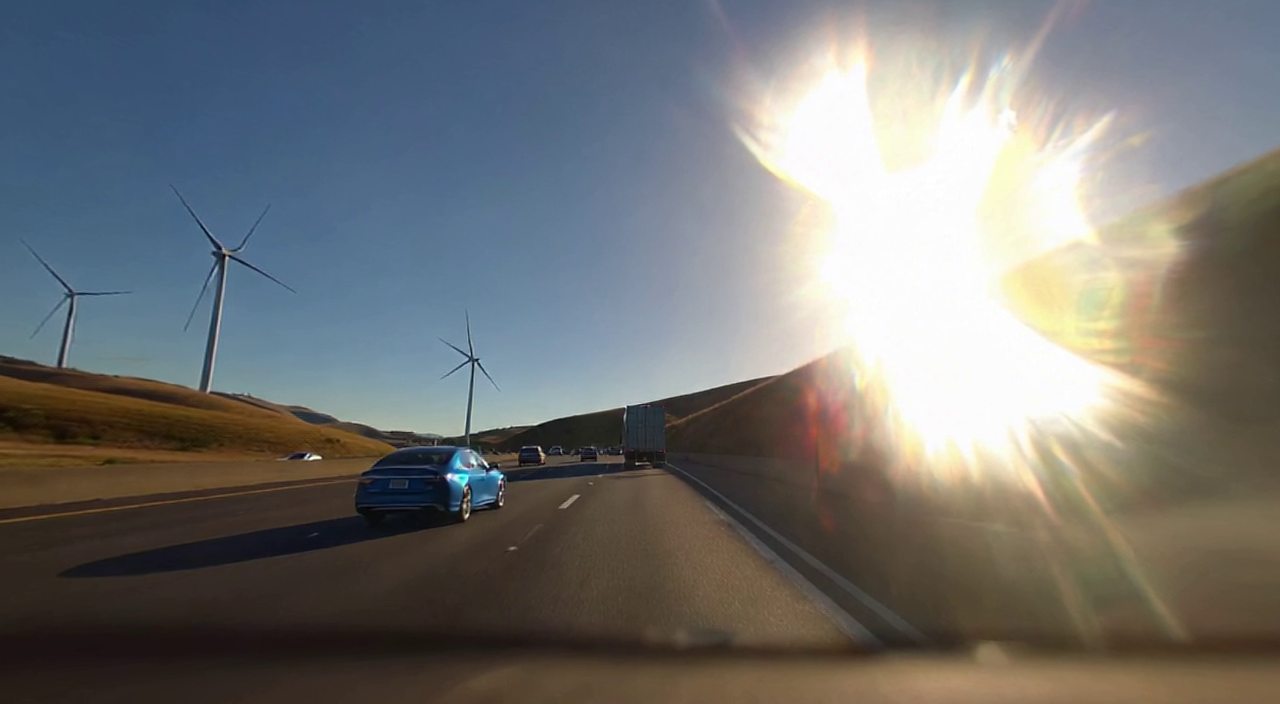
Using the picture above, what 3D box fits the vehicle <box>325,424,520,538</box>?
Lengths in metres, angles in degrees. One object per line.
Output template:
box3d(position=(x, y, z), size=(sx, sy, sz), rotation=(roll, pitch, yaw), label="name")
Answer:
box3d(position=(-3.617, 2.208, 11.318), size=(2.109, 1.684, 3.783), rotation=(0, -8, 0), label="vehicle")
